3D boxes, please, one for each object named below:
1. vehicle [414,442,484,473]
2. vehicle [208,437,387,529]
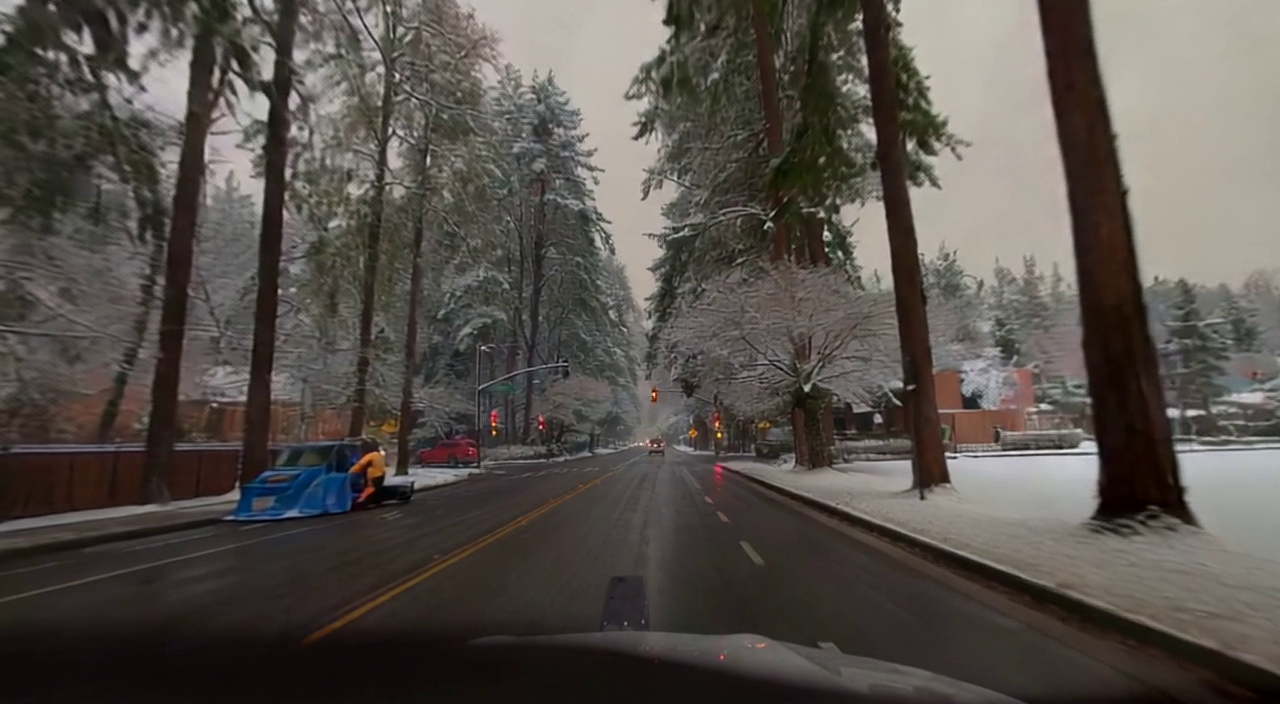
[{"bbox_3d":[-14.907,8.232,49.438,4.593,2.294,2.461,-1,-8,5],"label":"vehicle"},{"bbox_3d":[-8.440,3.171,16.117,1.998,1.814,4.559,-4,-7,1],"label":"vehicle"}]
